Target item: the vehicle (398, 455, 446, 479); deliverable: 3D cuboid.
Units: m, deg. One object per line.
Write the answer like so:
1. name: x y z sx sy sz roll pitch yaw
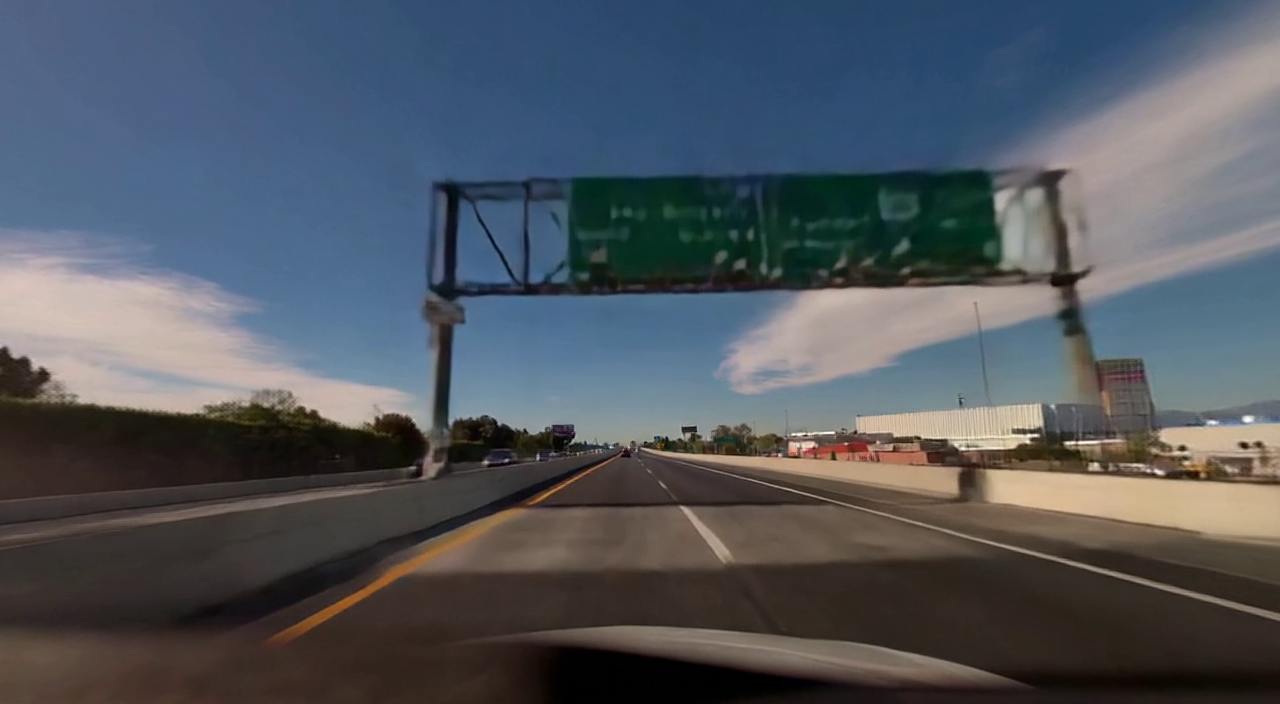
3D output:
1. vehicle: -14.397 7.602 41.860 1.952 1.458 3.694 0 -9 -1

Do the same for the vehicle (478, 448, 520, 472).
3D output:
1. vehicle: -10.089 7.754 45.539 2.071 1.621 4.273 0 -9 -1
